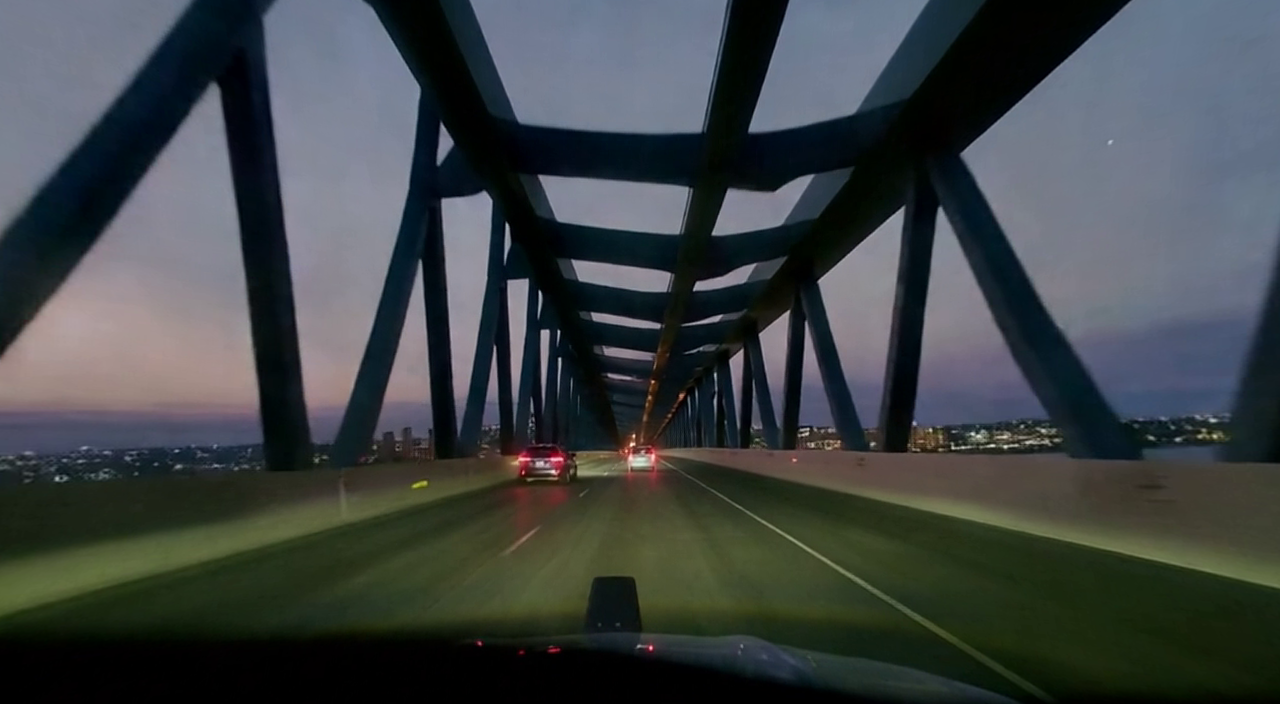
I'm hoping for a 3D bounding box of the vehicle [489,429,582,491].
[{"bbox_3d":[-3.324,3.565,21.097,2.190,1.807,4.741,0,-9,1],"label":"vehicle"}]

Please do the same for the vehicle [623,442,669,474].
[{"bbox_3d":[0.285,5.106,30.605,2.048,1.450,3.973,0,-8,0],"label":"vehicle"}]
